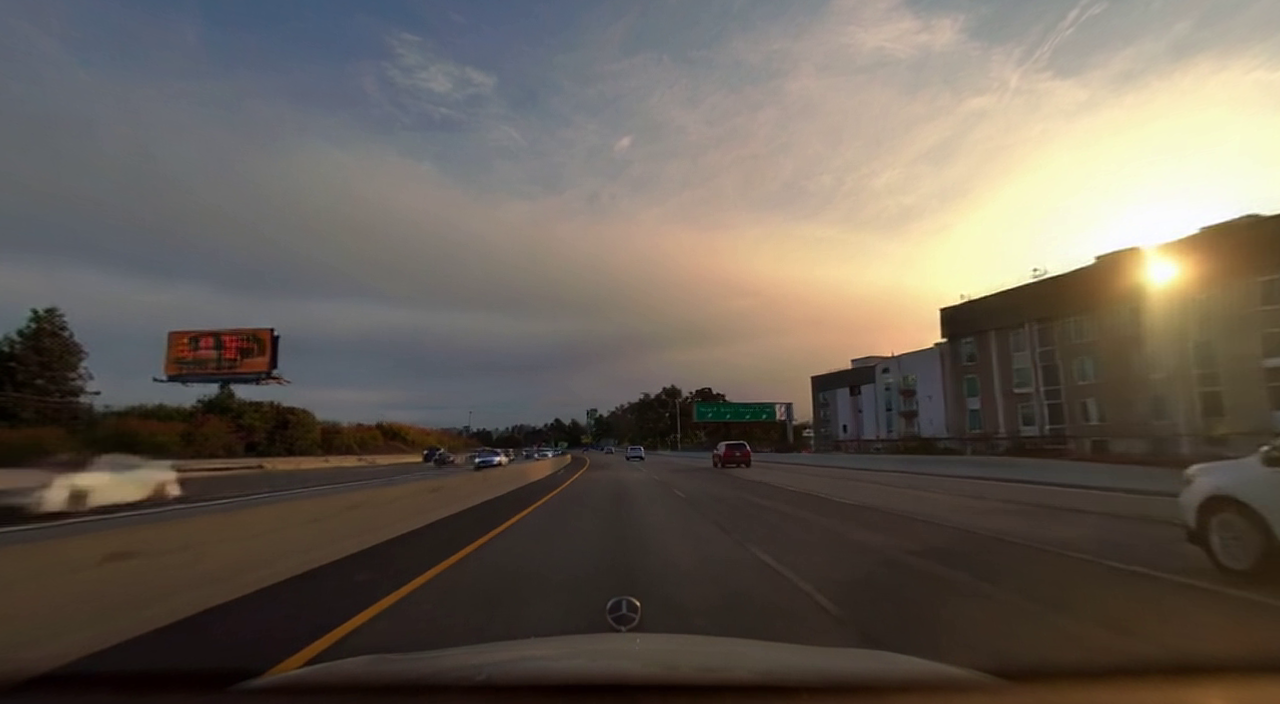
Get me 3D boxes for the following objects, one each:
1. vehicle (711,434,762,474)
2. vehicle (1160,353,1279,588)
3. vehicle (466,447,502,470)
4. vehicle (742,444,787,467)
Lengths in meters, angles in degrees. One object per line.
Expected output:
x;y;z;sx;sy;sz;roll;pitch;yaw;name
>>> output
5.665;6.070;37.749;2.043;2.154;4.731;0;-9;-3;vehicle
6.475;0.782;3.920;2.181;1.952;4.973;0;-9;0;vehicle
-11.227;7.684;45.731;1.799;1.433;4.661;-1;-7;-4;vehicle
8.845;7.367;45.251;1.981;1.508;4.768;0;-9;-4;vehicle
